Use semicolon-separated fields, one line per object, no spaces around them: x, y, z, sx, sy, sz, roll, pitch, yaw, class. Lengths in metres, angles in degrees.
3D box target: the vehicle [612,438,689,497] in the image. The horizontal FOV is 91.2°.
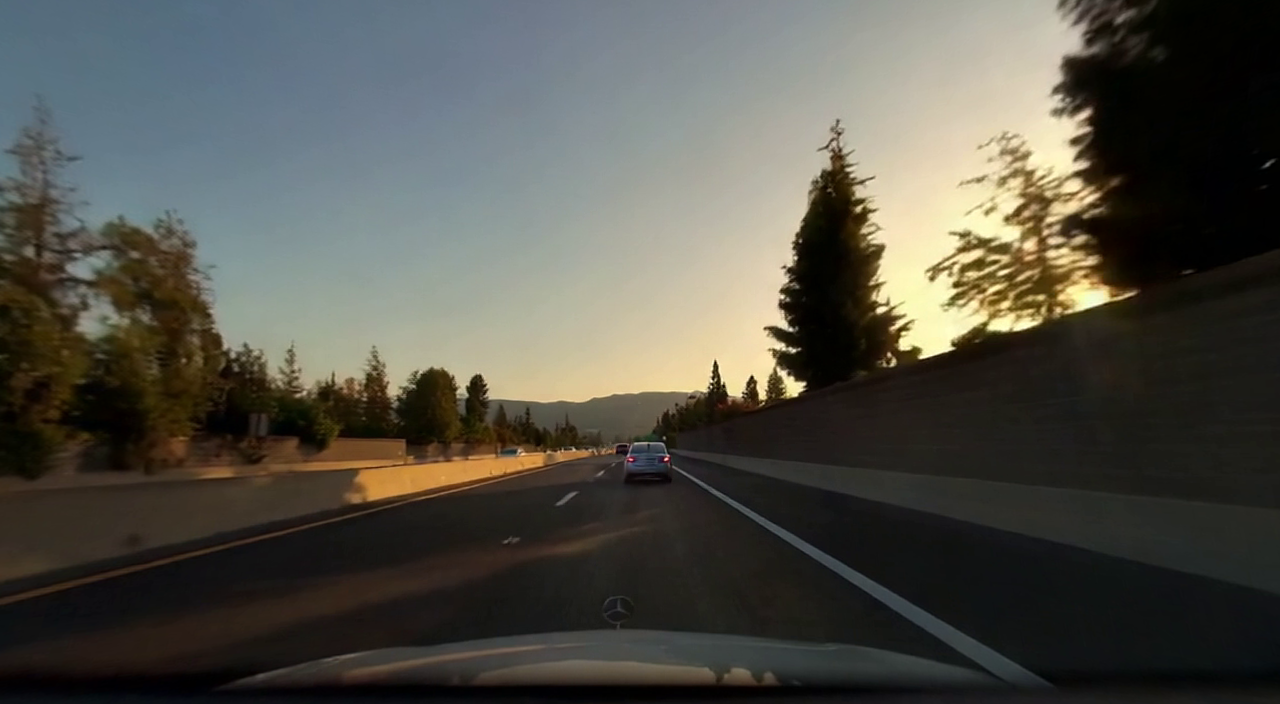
0.187;3.400;18.825;2.021;1.533;4.014;0;-9;-3;vehicle
